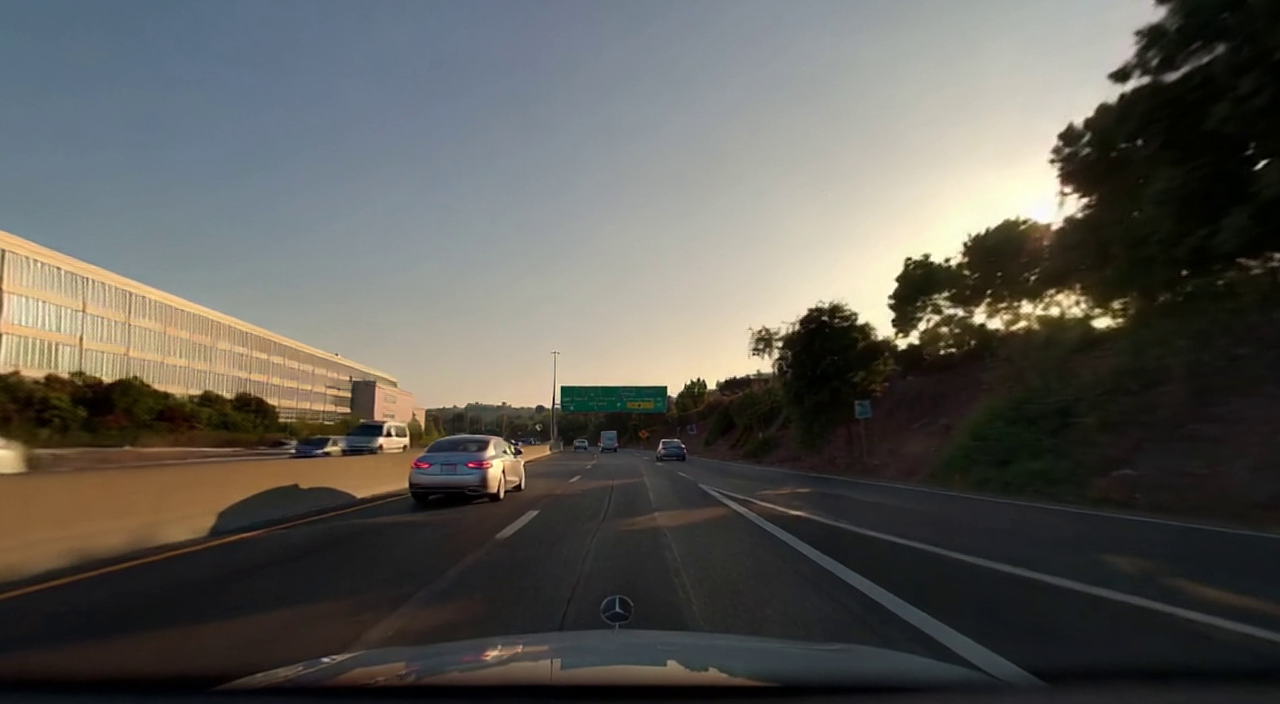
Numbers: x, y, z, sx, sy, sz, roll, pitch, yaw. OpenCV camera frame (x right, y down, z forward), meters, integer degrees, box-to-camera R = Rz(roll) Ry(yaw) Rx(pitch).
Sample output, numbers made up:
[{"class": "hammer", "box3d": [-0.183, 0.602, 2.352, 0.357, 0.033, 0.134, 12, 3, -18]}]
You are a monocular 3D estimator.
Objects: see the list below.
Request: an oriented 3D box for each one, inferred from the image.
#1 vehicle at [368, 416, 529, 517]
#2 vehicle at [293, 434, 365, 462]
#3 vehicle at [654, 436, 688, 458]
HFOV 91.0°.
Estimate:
[{"class": "vehicle", "box3d": [-3.747, 2.314, 13.273, 2.080, 1.733, 4.410, 0, -8, -1]}, {"class": "vehicle", "box3d": [-18.208, 5.645, 37.106, 2.048, 1.538, 4.632, 0, -8, -2]}, {"class": "vehicle", "box3d": [2.326, 7.388, 49.039, 2.078, 1.608, 3.982, 1, -8, -6]}]
